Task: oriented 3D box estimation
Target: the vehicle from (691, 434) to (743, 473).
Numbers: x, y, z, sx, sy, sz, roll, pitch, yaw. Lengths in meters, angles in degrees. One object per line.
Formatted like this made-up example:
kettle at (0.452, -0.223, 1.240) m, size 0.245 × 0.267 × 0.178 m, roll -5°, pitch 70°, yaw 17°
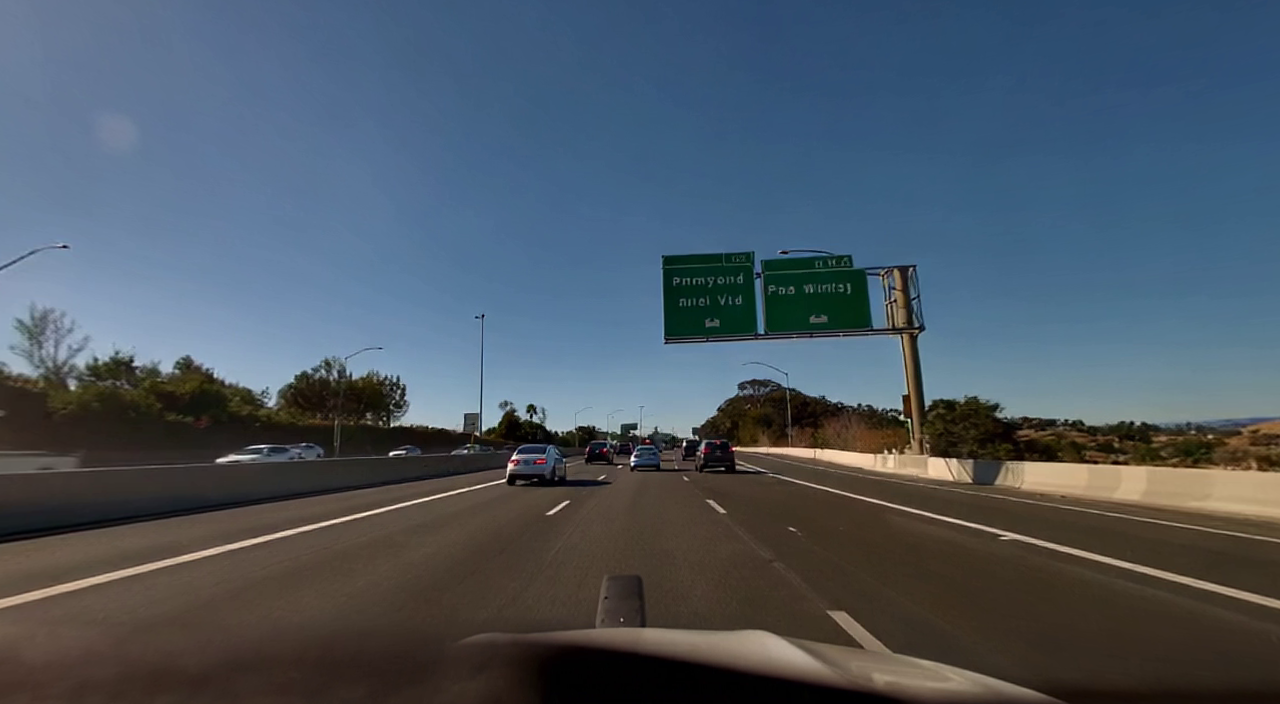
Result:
vehicle at (3.760, 5.063, 31.505) m, size 2.045 × 1.768 × 4.249 m, roll 0°, pitch -9°, yaw 0°

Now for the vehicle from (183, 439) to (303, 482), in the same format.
vehicle at (-16.512, 4.536, 26.534) m, size 1.948 × 1.643 × 4.612 m, roll 0°, pitch -9°, yaw 2°

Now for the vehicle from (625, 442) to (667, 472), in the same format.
vehicle at (0.334, 5.541, 33.326) m, size 2.071 × 1.478 × 4.130 m, roll 0°, pitch -9°, yaw 1°

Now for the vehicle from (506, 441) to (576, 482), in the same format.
vehicle at (-3.918, 4.430, 25.687) m, size 1.996 × 1.488 × 4.451 m, roll 0°, pitch -9°, yaw 2°

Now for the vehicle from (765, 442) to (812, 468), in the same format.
vehicle at (9.035, 6.291, 38.649) m, size 1.971 × 1.464 × 4.357 m, roll 0°, pitch -9°, yaw 2°
